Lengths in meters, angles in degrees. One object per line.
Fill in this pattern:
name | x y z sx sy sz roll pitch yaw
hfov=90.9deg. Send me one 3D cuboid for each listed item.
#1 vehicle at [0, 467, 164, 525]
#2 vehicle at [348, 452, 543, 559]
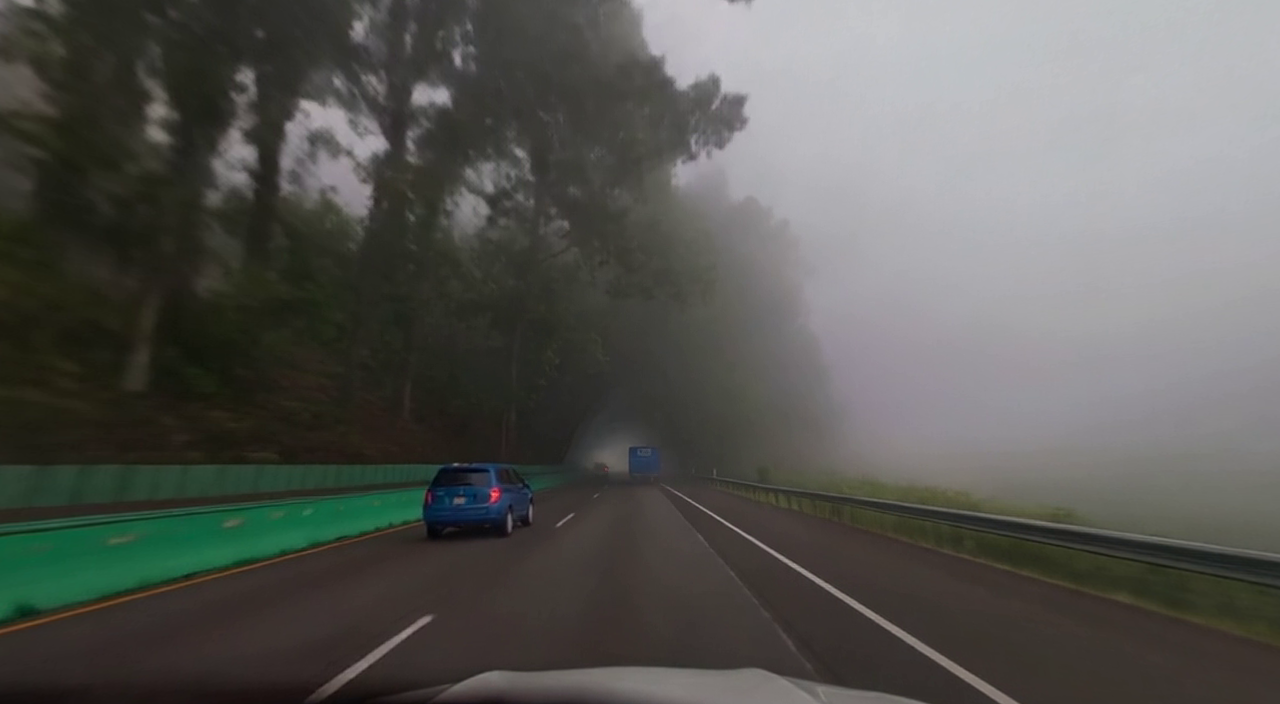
vehicle | -16.259 4.076 18.226 1.724 1.460 4.153 1 -11 -1
vehicle | -3.130 2.617 11.286 2.038 1.490 4.391 1 -11 1
